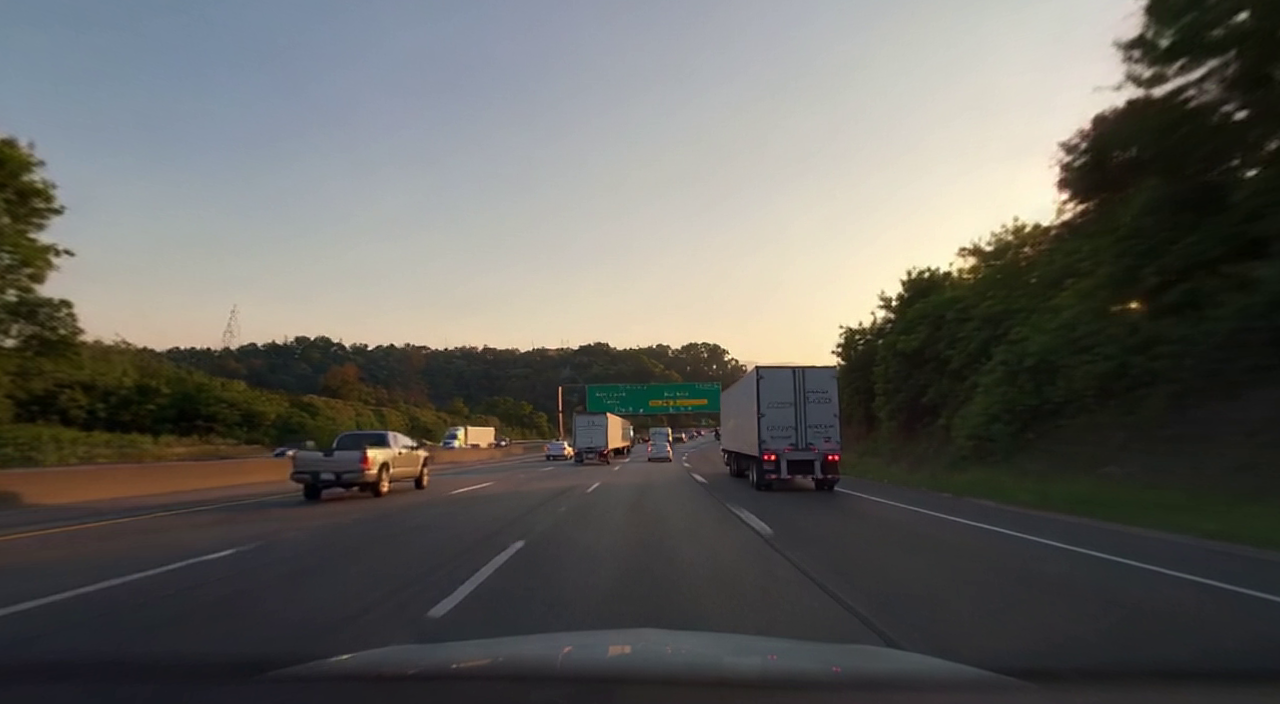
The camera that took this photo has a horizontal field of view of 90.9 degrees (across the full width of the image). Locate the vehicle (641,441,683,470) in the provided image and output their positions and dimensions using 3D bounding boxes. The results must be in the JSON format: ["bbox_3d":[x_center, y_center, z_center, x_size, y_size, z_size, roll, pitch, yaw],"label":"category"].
[{"bbox_3d":[1.196,5.624,34.464,2.105,1.502,4.068,0,-9,2],"label":"vehicle"}]

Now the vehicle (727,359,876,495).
[{"bbox_3d":[4.652,2.467,20.044,2.895,3.484,7.631,0,-8,2],"label":"vehicle"}]

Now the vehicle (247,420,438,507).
[{"bbox_3d":[-7.225,2.792,16.178,2.272,1.850,5.156,0,-8,1],"label":"vehicle"}]

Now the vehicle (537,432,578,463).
[{"bbox_3d":[-6.337,7.430,49.105,2.322,2.195,5.556,0,-9,2],"label":"vehicle"}]

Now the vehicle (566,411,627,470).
[{"bbox_3d":[-2.428,5.329,37.864,2.745,3.156,7.608,0,-8,3],"label":"vehicle"}]
